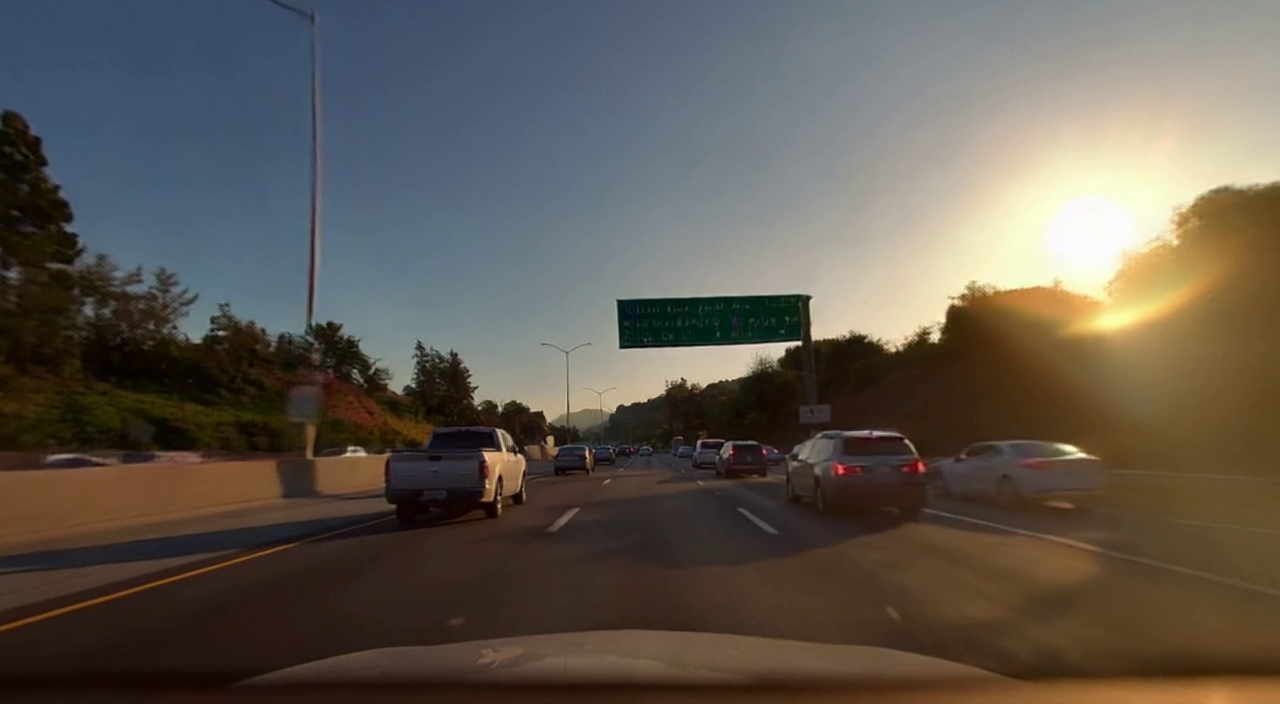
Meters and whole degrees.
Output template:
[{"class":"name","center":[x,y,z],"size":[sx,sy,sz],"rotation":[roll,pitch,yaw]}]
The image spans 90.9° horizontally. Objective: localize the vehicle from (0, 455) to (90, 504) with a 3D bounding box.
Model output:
[{"class":"vehicle","center":[-23.649,4.747,23.593],"size":[1.957,1.682,4.535],"rotation":[-1,-8,1]}]

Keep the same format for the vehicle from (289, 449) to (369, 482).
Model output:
[{"class":"vehicle","center":[-15.829,5.762,32.366],"size":[1.801,1.551,4.440],"rotation":[-1,-8,1]}]

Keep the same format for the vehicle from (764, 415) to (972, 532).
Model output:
[{"class":"vehicle","center":[3.976,2.217,12.122],"size":[2.144,1.752,4.765],"rotation":[0,-8,-1]}]

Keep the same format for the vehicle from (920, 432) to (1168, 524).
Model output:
[{"class":"vehicle","center":[7.599,2.392,12.594],"size":[1.904,1.473,4.598],"rotation":[0,-8,0]}]

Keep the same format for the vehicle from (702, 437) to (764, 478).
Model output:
[{"class":"vehicle","center":[4.118,4.739,28.627],"size":[2.023,1.670,4.869],"rotation":[0,-8,-1]}]

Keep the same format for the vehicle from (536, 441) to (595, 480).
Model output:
[{"class":"vehicle","center":[-3.263,4.872,28.614],"size":[1.974,1.589,5.047],"rotation":[-1,-8,1]}]

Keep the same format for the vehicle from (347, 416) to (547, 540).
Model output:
[{"class":"vehicle","center":[-3.160,2.179,11.588],"size":[2.139,1.764,4.707],"rotation":[-1,-8,1]}]
